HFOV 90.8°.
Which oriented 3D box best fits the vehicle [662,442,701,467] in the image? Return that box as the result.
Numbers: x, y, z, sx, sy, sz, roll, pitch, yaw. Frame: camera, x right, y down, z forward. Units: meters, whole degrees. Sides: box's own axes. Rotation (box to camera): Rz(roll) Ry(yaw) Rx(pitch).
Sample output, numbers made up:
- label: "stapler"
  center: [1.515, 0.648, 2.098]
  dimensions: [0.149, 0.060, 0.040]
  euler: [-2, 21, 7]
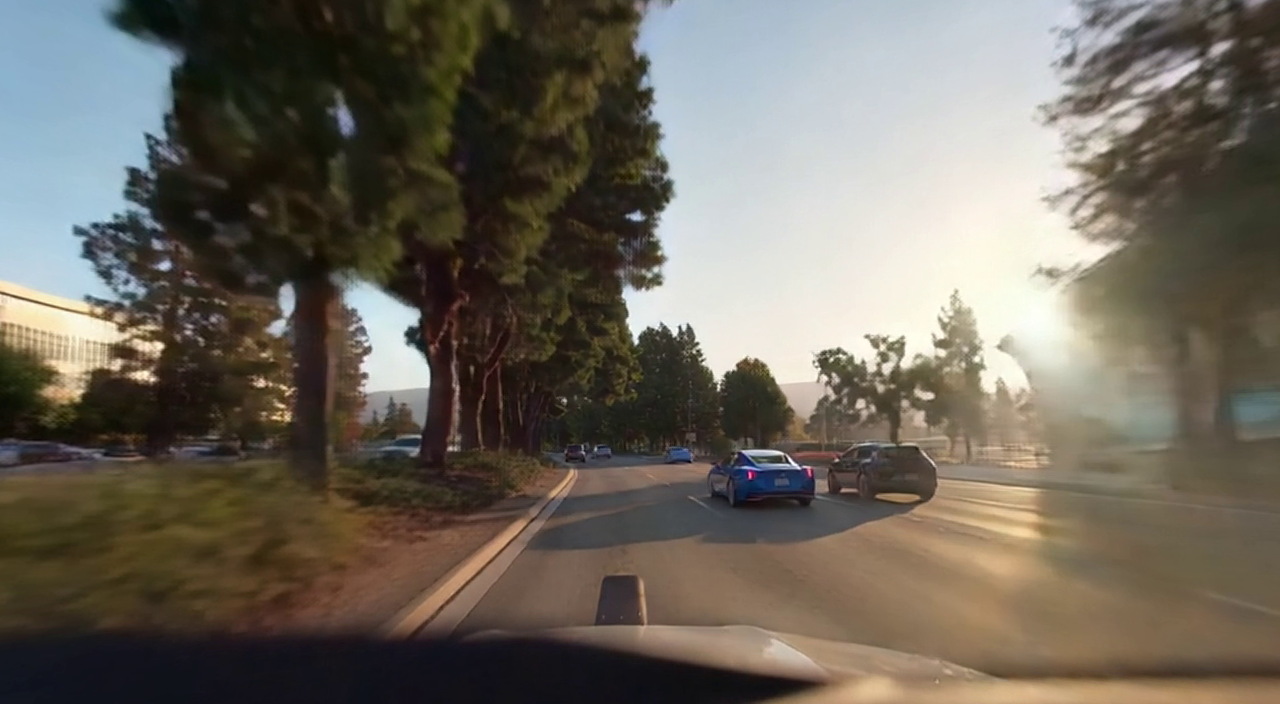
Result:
- label: "vehicle"
  center: [2.914, 7.280, 45.026]
  dimensions: [1.931, 1.685, 4.054]
  euler: [1, -9, -9]

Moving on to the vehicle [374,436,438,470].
- label: "vehicle"
  center: [-13.056, 5.680, 35.617]
  dimensions: [2.202, 1.770, 4.742]
  euler: [1, -9, -6]

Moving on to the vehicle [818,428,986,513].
- label: "vehicle"
  center: [6.053, 2.781, 15.302]
  dimensions: [1.987, 1.730, 4.373]
  euler: [0, -9, -3]

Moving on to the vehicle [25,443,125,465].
- label: "vehicle"
  center: [-37.600, 6.804, 42.175]
  dimensions: [4.555, 1.448, 1.912]
  euler: [1, -9, -8]

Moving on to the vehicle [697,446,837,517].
- label: "vehicle"
  center: [2.660, 2.829, 14.400]
  dimensions: [1.990, 1.347, 4.388]
  euler: [1, -9, -4]

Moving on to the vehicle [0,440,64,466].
- label: "vehicle"
  center: [-36.664, 5.819, 36.551]
  dimensions: [4.431, 1.453, 1.963]
  euler: [2, -9, -9]
